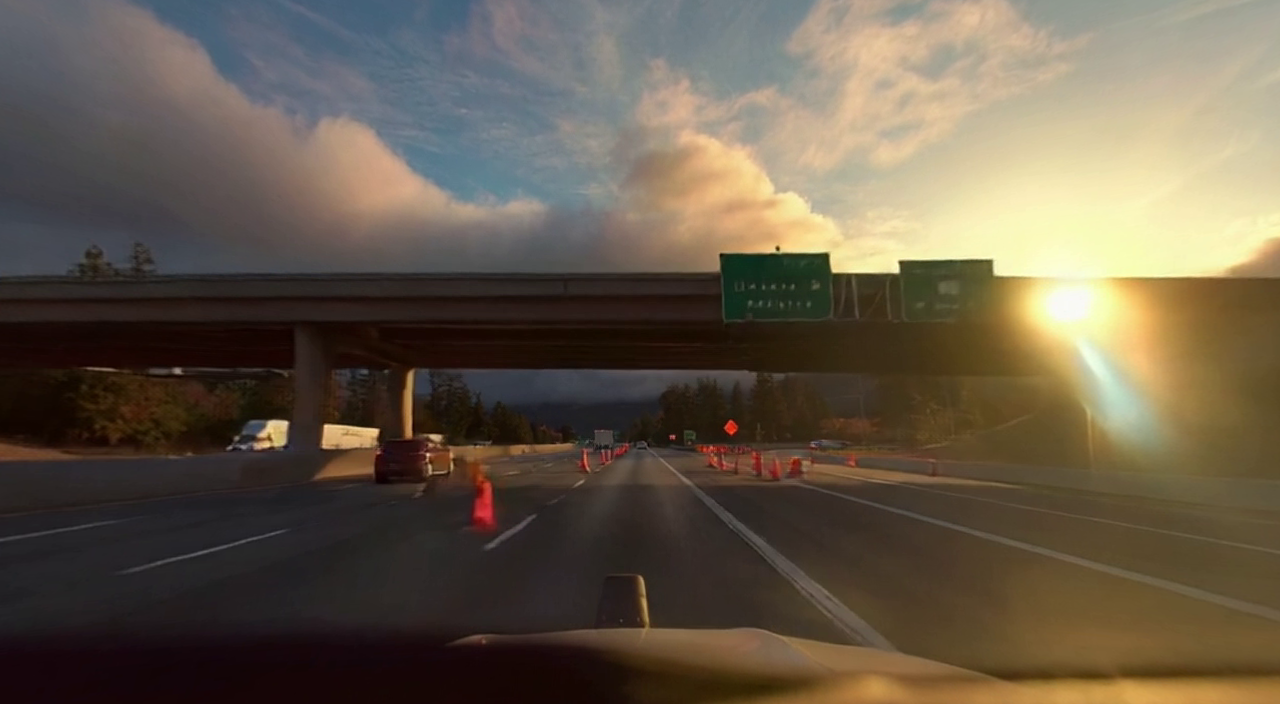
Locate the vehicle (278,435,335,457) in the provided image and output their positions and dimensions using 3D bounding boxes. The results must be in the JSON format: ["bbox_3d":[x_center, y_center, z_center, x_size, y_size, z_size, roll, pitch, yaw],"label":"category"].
[{"bbox_3d":[-25.670,7.301,48.620,1.832,1.611,4.353,0,-9,3],"label":"vehicle"}]

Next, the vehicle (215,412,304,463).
[{"bbox_3d":[-29.896,6.776,49.814,3.023,3.710,5.853,0,-8,3],"label":"vehicle"}]

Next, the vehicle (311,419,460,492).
[{"bbox_3d":[-7.014,2.917,18.086,2.103,1.775,4.966,0,-8,1],"label":"vehicle"}]
